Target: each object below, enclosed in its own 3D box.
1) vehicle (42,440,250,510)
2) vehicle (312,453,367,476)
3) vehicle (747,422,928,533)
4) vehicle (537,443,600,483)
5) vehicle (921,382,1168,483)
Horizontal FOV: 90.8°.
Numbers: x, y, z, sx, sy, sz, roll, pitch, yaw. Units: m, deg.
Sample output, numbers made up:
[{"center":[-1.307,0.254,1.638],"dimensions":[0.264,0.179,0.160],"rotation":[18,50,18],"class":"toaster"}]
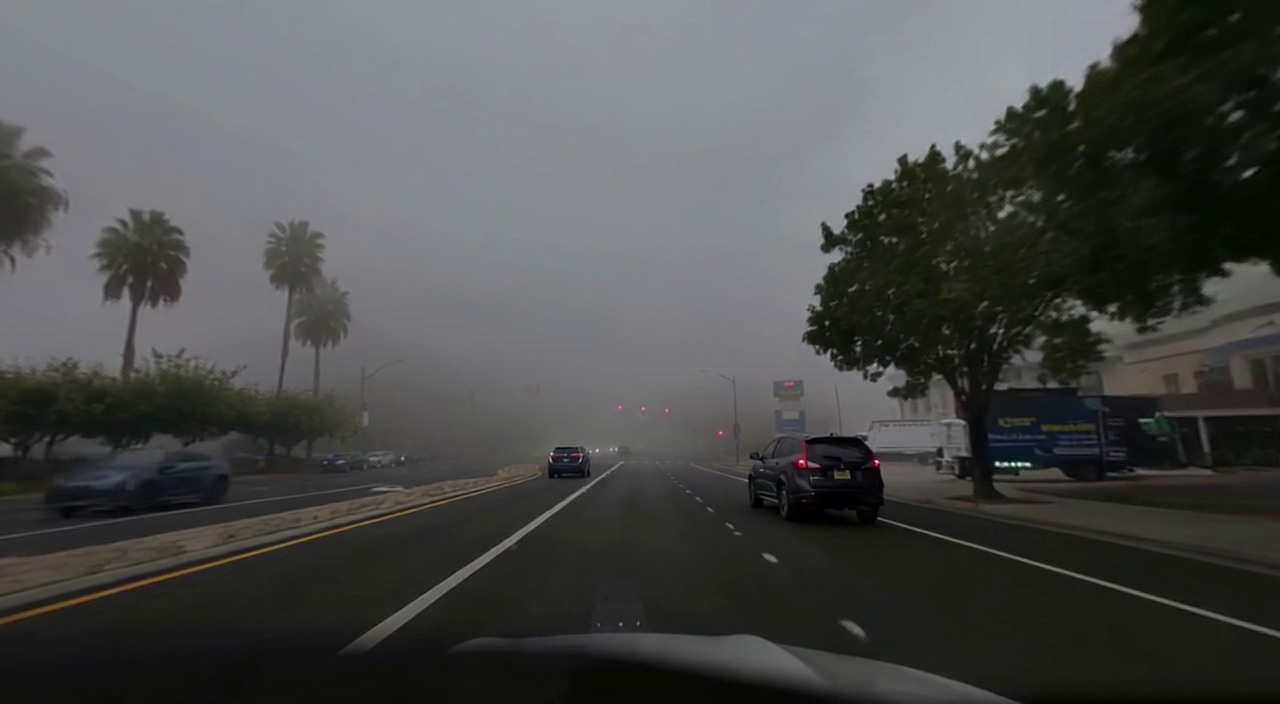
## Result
[{"center":[-14.649,3.635,19.262],"dimensions":[2.227,1.768,5.034],"rotation":[-1,-9,1],"class":"vehicle"},{"center":[-22.181,8.295,46.812],"dimensions":[2.045,1.536,3.911],"rotation":[0,-9,2],"class":"vehicle"},{"center":[3.451,2.286,12.039],"dimensions":[1.982,1.711,4.276],"rotation":[0,-9,-1],"class":"vehicle"},{"center":[-2.800,4.436,25.511],"dimensions":[2.034,1.498,3.995],"rotation":[0,-9,0],"class":"vehicle"},{"center":[14.640,2.979,23.263],"dimensions":[7.195,3.468,2.597],"rotation":[0,-9,-3],"class":"vehicle"}]
